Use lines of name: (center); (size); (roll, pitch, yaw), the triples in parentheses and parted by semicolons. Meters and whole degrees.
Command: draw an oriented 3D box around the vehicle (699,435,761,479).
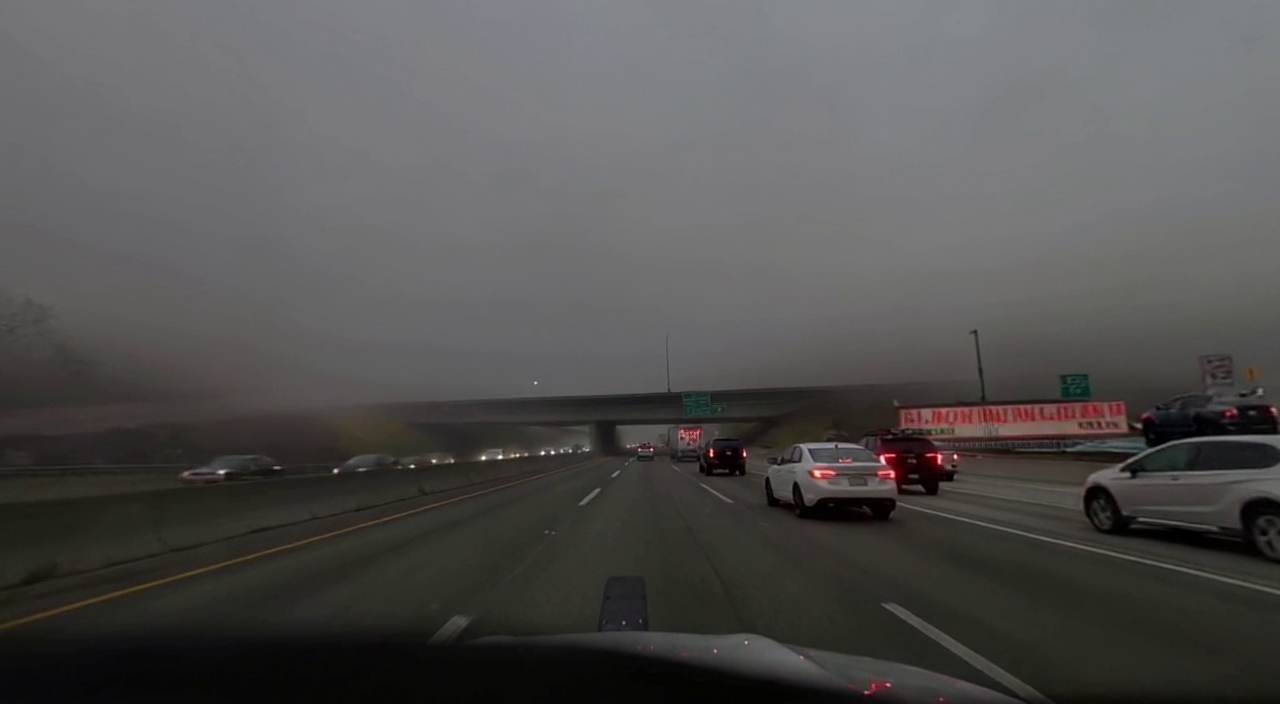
vehicle: (4.035, 4.803, 29.129); (2.086, 1.858, 4.737); (0, -8, -1)

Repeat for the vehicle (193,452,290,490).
vehicle: (-19.167, 5.713, 30.607); (1.870, 1.672, 4.349); (0, -8, 0)

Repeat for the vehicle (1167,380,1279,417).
vehicle: (33.937, 2.787, 36.899); (2.131, 1.840, 4.870); (-1, -8, 4)

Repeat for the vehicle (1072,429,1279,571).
vehicle: (7.700, 1.696, 7.572); (1.919, 1.476, 4.303); (0, -8, 0)

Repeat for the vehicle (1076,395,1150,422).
vehicle: (35.259, 4.252, 47.185); (2.024, 1.757, 4.696); (-1, -8, 3)

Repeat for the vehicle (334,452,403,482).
vehicle: (-15.000, 6.370, 35.116); (1.928, 1.479, 4.149); (0, -8, 1)

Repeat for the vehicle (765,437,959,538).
vehicle: (3.736, 2.342, 11.618); (1.902, 1.481, 4.451); (0, -8, -1)
